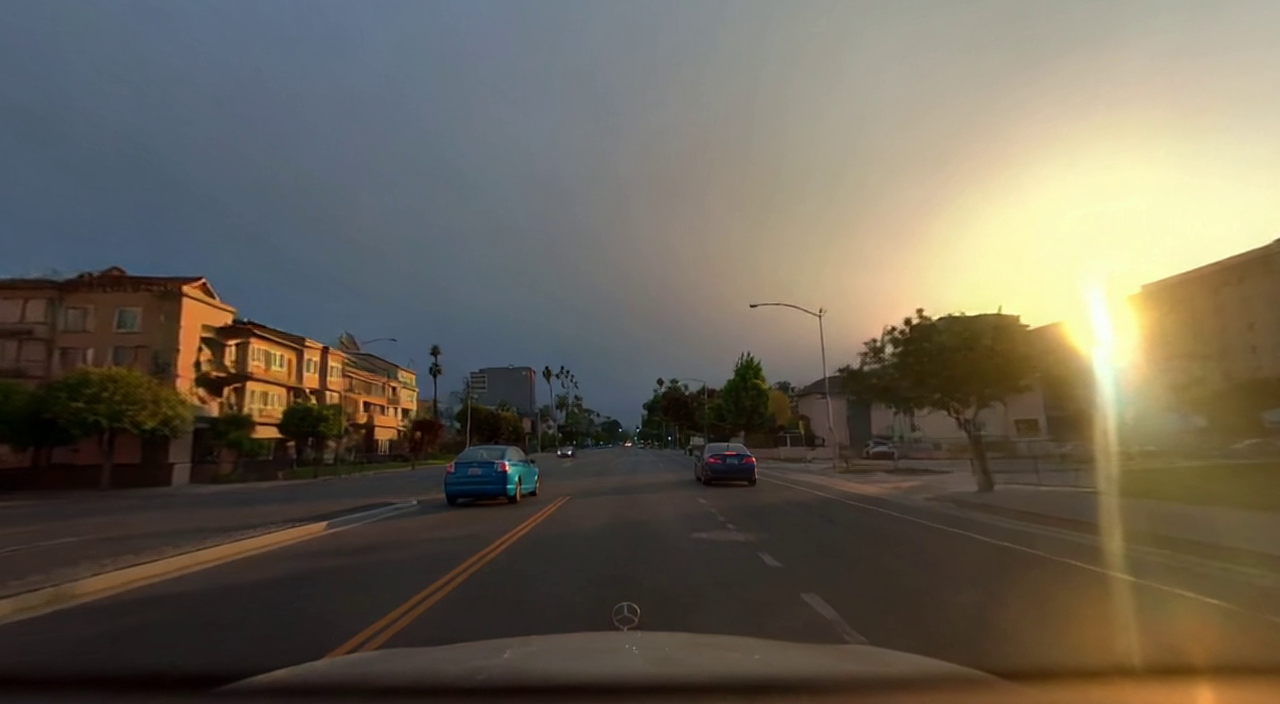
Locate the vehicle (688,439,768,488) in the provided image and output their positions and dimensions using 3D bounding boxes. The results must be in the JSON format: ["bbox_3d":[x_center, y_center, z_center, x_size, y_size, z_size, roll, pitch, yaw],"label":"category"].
[{"bbox_3d":[2.863,3.735,21.472,1.978,1.471,4.426,0,-8,-1],"label":"vehicle"}]

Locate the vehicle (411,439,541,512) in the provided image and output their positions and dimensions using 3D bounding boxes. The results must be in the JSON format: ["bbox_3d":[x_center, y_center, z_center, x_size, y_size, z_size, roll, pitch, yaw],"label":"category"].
[{"bbox_3d":[-3.785,2.913,15.401,2.062,1.527,4.044,0,-8,0],"label":"vehicle"}]
